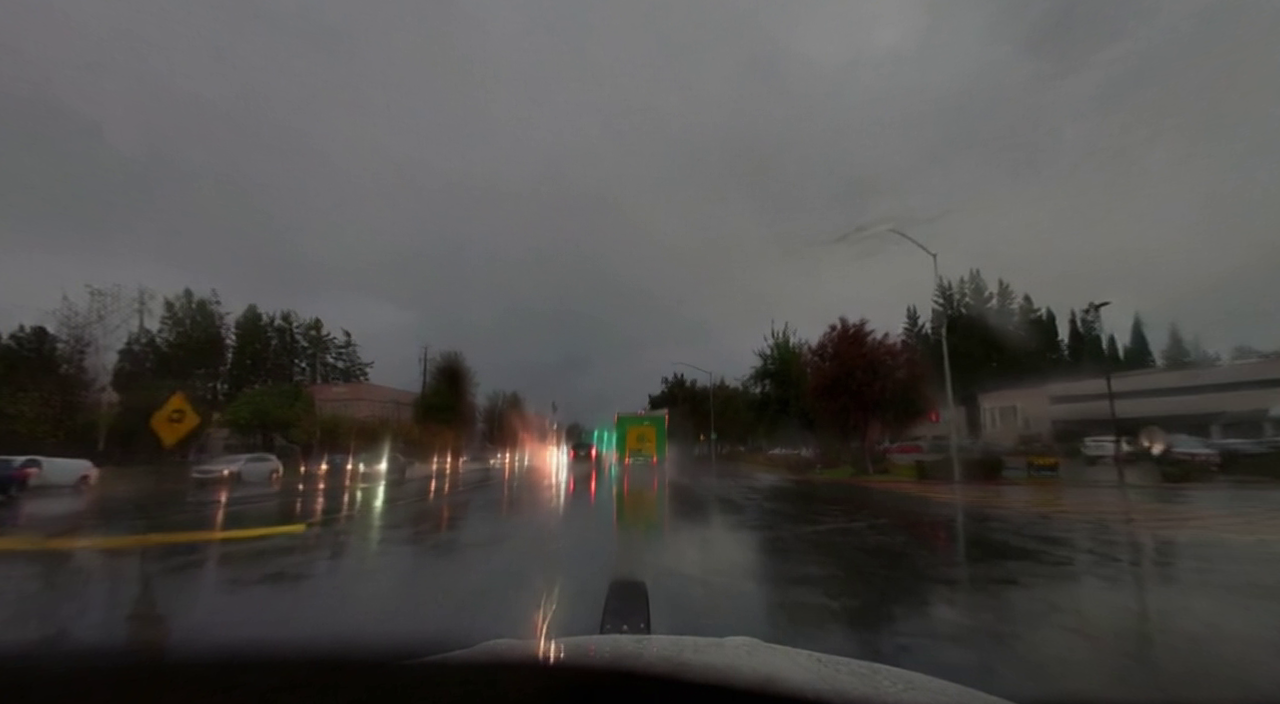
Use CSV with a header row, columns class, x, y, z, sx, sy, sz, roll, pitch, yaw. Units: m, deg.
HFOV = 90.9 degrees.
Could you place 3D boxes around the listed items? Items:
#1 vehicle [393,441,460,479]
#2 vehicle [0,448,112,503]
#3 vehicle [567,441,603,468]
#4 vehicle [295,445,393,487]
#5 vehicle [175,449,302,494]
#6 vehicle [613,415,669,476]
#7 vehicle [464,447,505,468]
class,x,y,z,sx,sy,sz,roll,pitch,yaw
vehicle,-12.433,6.265,37.046,2.068,1.747,5.040,-4,-6,1
vehicle,-22.408,4.400,22.823,2.017,1.785,5.092,0,-8,2
vehicle,-3.927,7.414,45.751,2.184,1.830,4.890,0,-8,0
vehicle,-12.937,4.965,27.938,1.960,1.627,4.784,0,-8,1
vehicle,-16.293,4.850,25.973,2.022,1.442,4.853,-4,-8,1
vehicle,-0.117,5.503,37.463,2.843,3.120,10.422,0,-8,-2
vehicle,-11.945,8.108,48.629,1.935,1.467,4.451,0,-8,2
